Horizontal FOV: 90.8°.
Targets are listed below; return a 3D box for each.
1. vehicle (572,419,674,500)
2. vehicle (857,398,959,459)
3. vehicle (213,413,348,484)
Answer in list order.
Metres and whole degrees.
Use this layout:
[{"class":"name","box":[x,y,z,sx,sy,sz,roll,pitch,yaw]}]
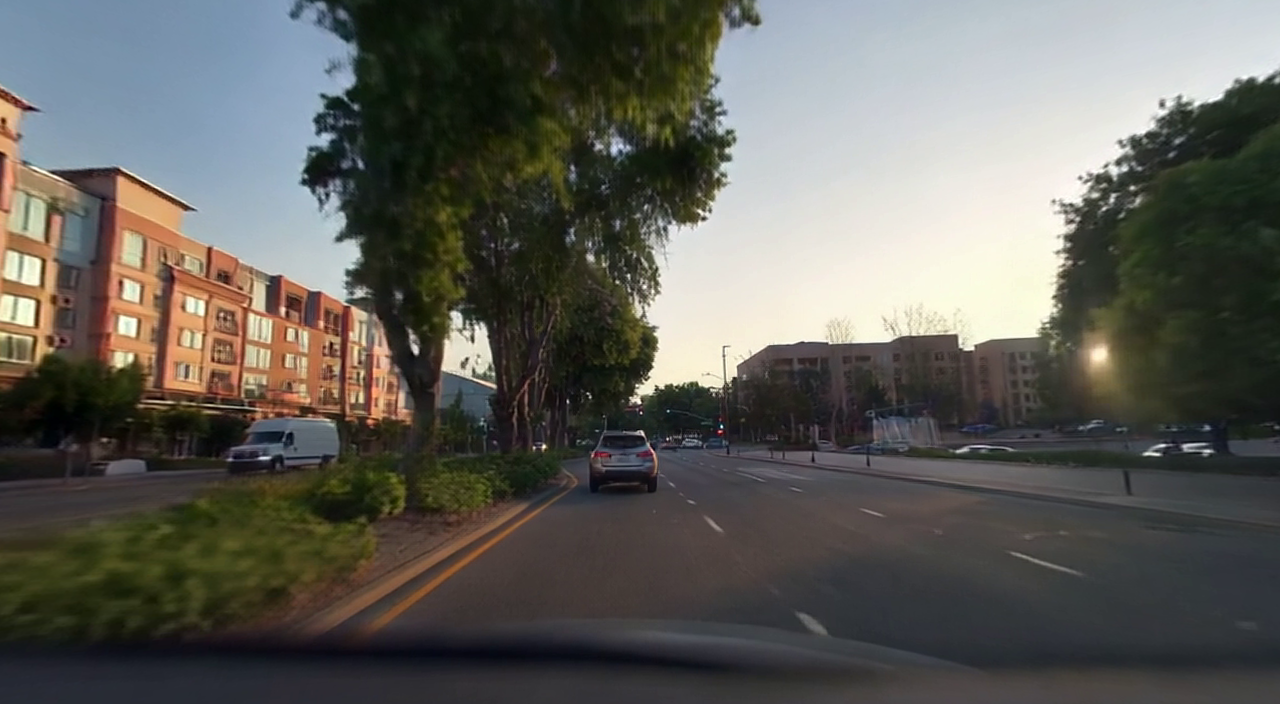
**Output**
[{"class":"vehicle","box":[-0.444,2.732,16.367,2.277,1.816,4.192,0,-9,-2]},{"class":"vehicle","box":[18.102,5.430,43.576,3.269,3.755,8.862,0,-9,2]},{"class":"vehicle","box":[-19.136,5.232,34.385,2.811,3.399,7.898,0,-9,-2]}]
